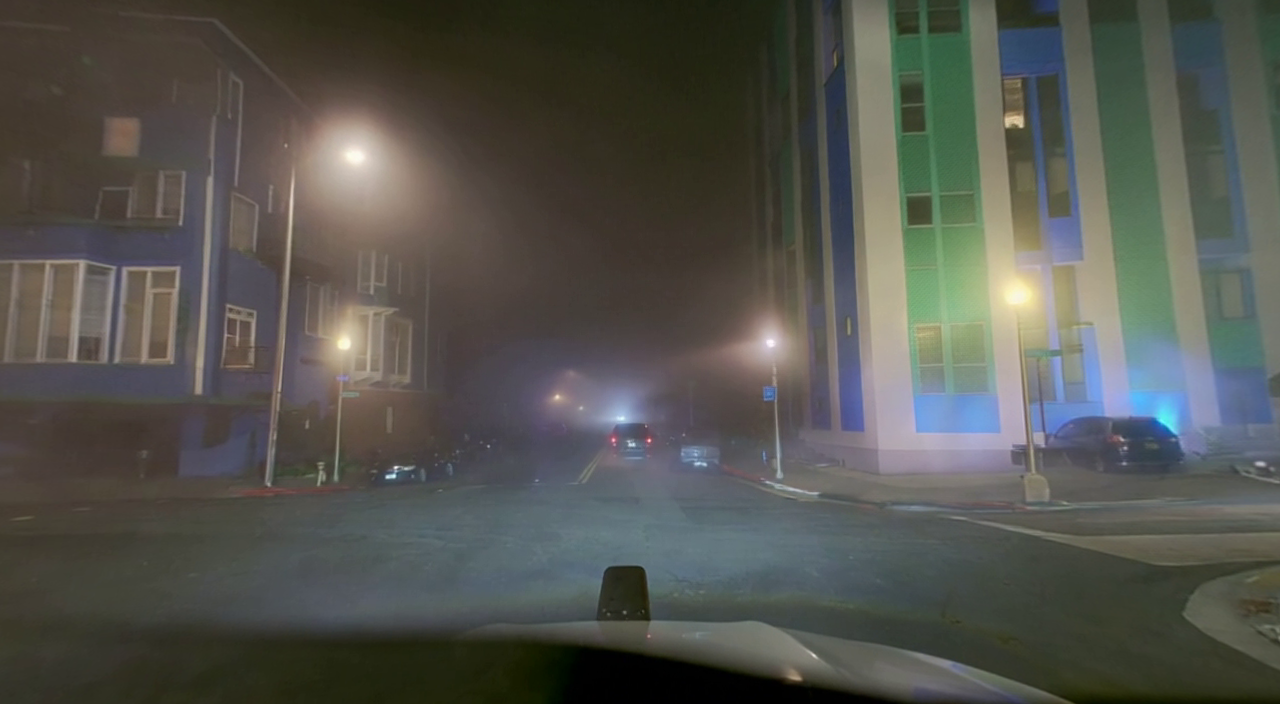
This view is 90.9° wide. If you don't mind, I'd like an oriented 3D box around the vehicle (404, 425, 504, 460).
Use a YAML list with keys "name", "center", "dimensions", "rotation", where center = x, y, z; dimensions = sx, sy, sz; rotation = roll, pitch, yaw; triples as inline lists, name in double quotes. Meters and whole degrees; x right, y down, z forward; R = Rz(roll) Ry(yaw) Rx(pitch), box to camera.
- name: "vehicle"
  center: [-11.429, 5.593, 38.878]
  dimensions: [5.540, 1.950, 2.113]
  rotation: [4, -12, -28]

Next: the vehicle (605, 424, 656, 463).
- name: "vehicle"
  center: [-0.501, 4.707, 32.383]
  dimensions: [2.412, 1.834, 4.636]
  rotation: [0, -8, -1]

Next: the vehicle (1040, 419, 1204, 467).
- name: "vehicle"
  center: [15.285, 2.920, 20.134]
  dimensions: [3.752, 1.453, 1.709]
  rotation: [0, -9, 2]

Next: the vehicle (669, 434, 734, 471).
- name: "vehicle"
  center: [2.514, 4.303, 27.112]
  dimensions: [2.290, 1.456, 4.503]
  rotation: [0, -9, -1]
